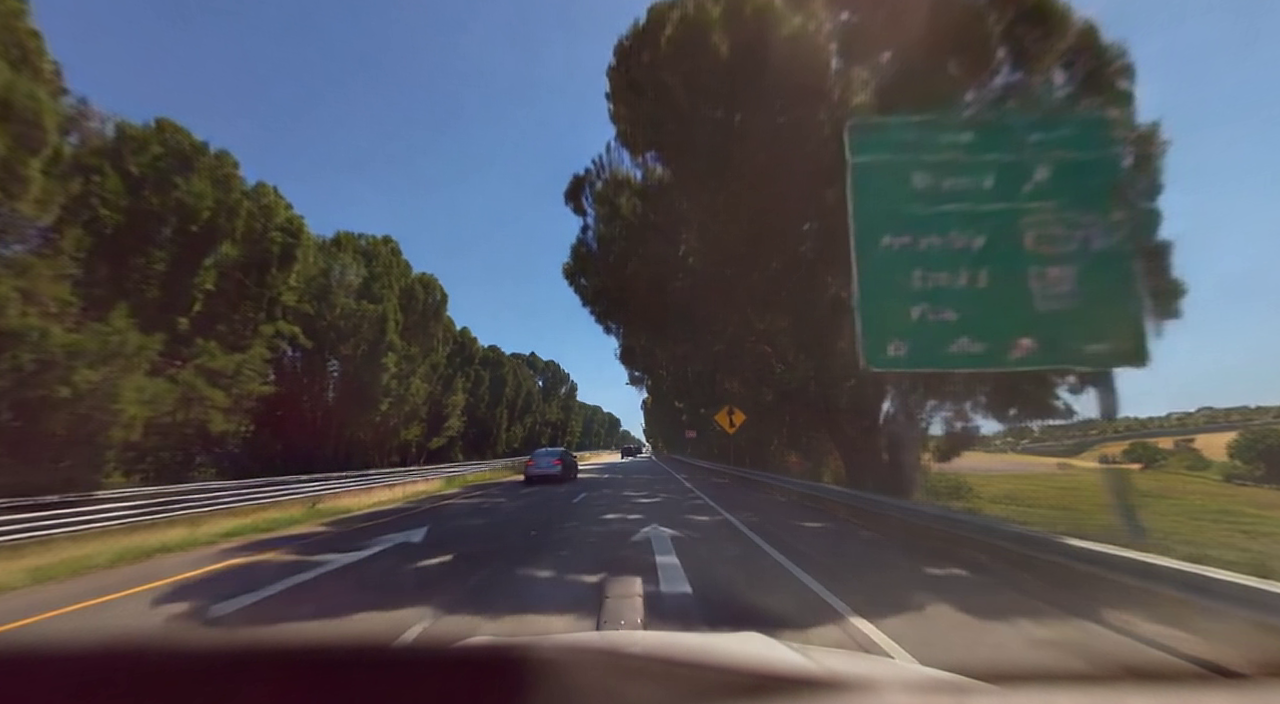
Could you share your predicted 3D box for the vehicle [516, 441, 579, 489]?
[{"bbox_3d":[-3.204,3.977,22.461,1.675,1.537,3.574,-1,-9,1],"label":"vehicle"}]
